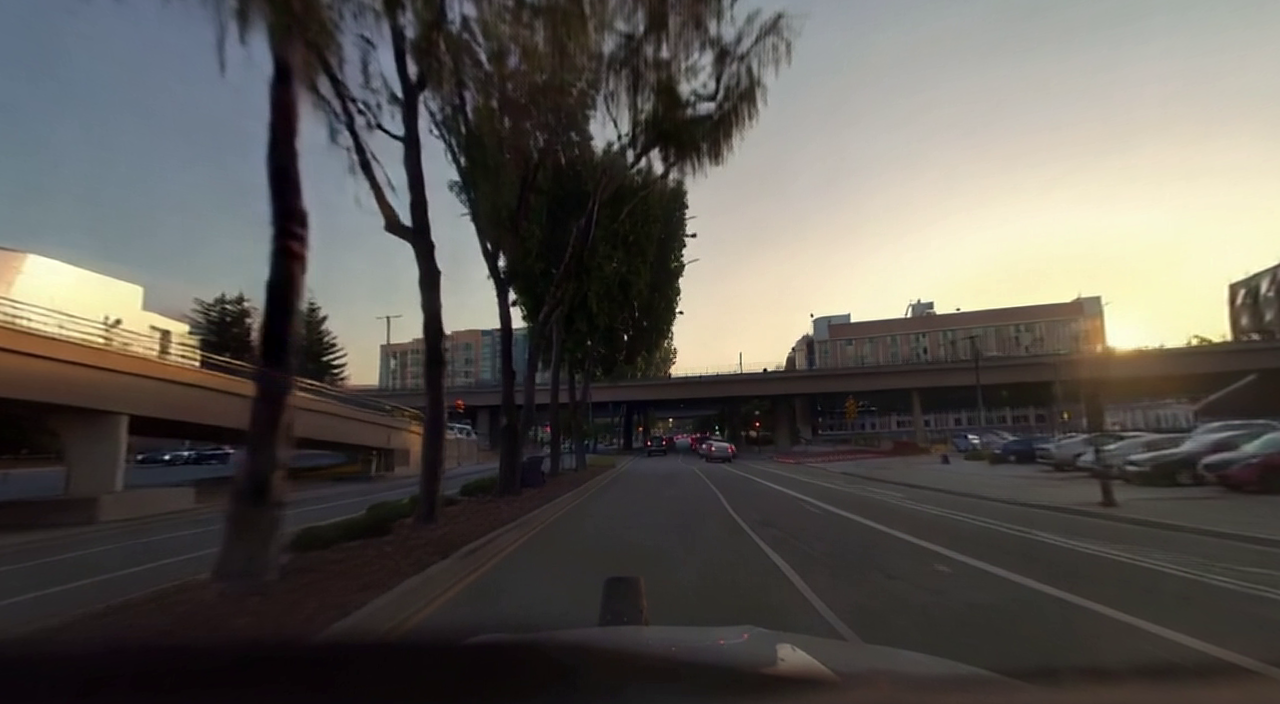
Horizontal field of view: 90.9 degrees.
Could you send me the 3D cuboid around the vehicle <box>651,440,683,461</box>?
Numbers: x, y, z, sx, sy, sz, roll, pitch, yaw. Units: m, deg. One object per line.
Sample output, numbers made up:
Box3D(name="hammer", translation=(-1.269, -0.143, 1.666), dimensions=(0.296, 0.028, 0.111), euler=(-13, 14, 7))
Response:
Box3D(name="vehicle", translation=(2.023, 7.353, 46.923), dimensions=(2.280, 1.475, 4.051), euler=(-1, -9, 4))
